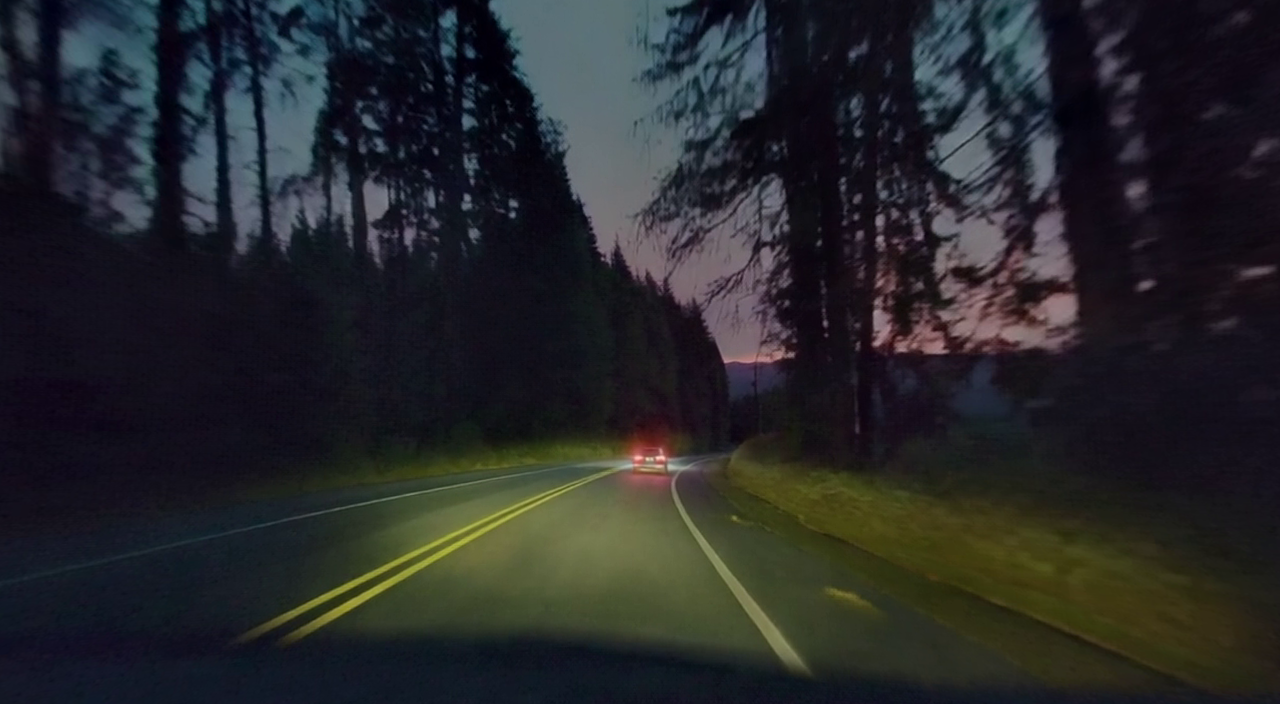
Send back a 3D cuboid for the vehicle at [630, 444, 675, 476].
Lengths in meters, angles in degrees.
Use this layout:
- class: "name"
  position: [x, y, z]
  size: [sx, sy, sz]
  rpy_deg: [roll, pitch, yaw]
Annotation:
- class: "vehicle"
  position: [0.727, 5.632, 33.201]
  size: [2.059, 1.524, 3.963]
  rpy_deg: [0, -9, 5]
